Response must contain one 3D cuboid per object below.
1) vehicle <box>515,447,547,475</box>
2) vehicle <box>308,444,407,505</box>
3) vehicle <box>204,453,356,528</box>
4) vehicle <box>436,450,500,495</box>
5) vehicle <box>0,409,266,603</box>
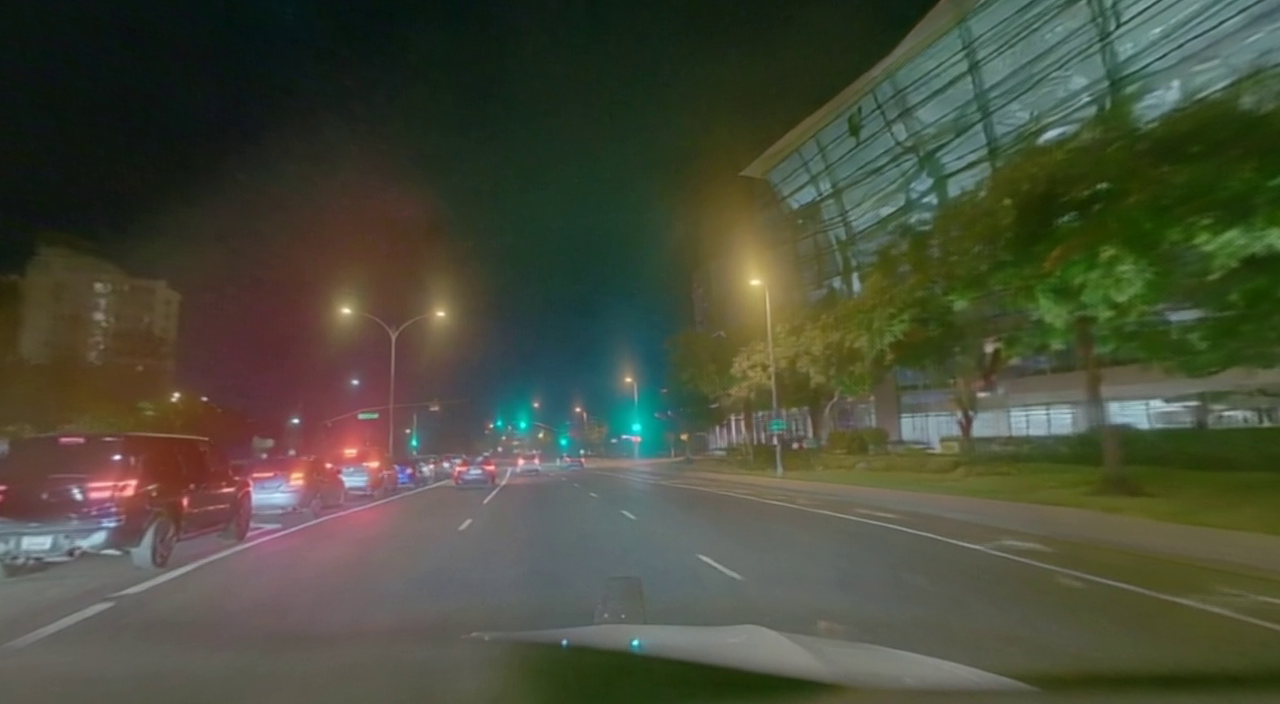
[{"bbox_3d":[-7.917,7.853,45.429,2.102,1.815,4.716,1,-8,-10],"label":"vehicle"},{"bbox_3d":[-9.928,4.262,22.479,2.142,1.834,4.588,-2,-8,-10],"label":"vehicle"},{"bbox_3d":[-8.981,3.413,16.216,1.868,1.514,4.870,2,-8,-11],"label":"vehicle"},{"bbox_3d":[-6.927,4.742,25.219,2.205,1.537,4.895,2,-9,-16],"label":"vehicle"},{"bbox_3d":[-7.433,1.986,9.113,2.142,2.061,4.750,2,-9,-15],"label":"vehicle"}]
